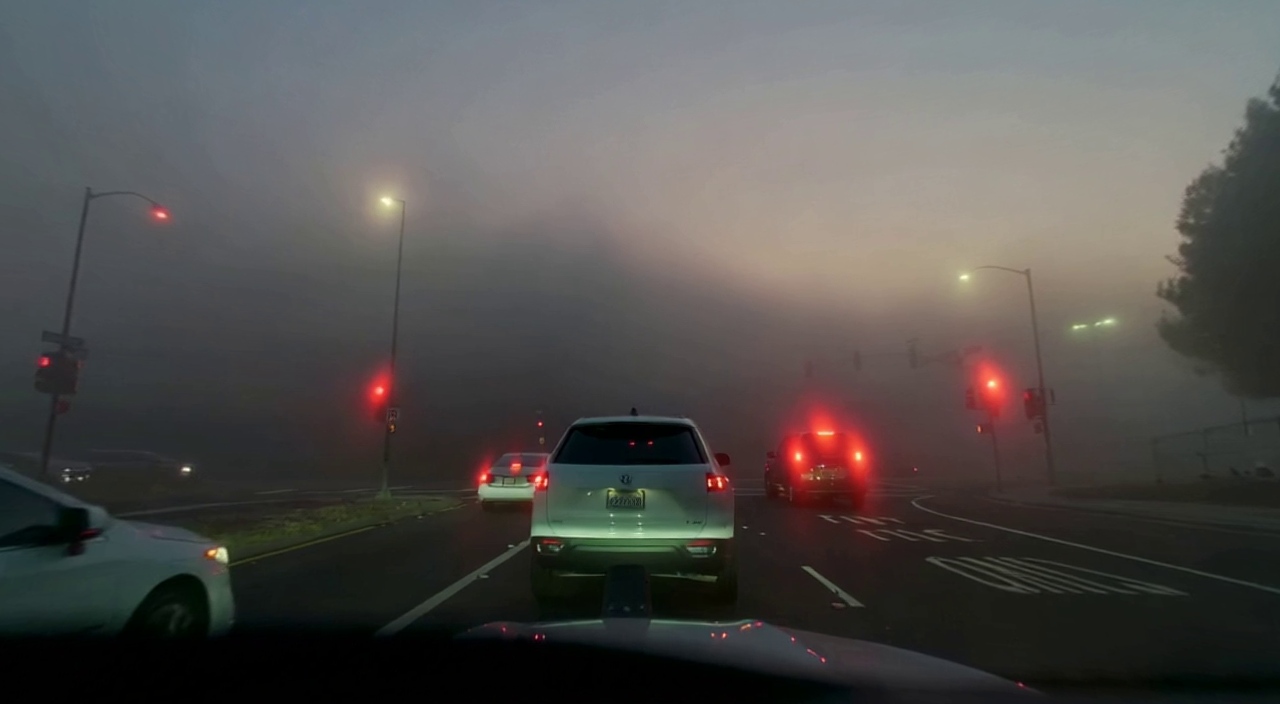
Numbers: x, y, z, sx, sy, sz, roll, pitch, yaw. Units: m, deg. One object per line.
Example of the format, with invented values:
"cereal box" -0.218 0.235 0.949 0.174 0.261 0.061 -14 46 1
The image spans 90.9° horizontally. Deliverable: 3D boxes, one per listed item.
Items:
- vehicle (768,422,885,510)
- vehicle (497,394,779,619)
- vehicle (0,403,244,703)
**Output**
"vehicle" 4.813 2.988 16.944 2.084 2.053 4.073 -1 -8 4
"vehicle" -0.036 1.527 7.176 2.203 1.757 4.286 0 -8 -1
"vehicle" -3.389 0.801 1.511 1.913 1.453 4.413 0 -8 1
